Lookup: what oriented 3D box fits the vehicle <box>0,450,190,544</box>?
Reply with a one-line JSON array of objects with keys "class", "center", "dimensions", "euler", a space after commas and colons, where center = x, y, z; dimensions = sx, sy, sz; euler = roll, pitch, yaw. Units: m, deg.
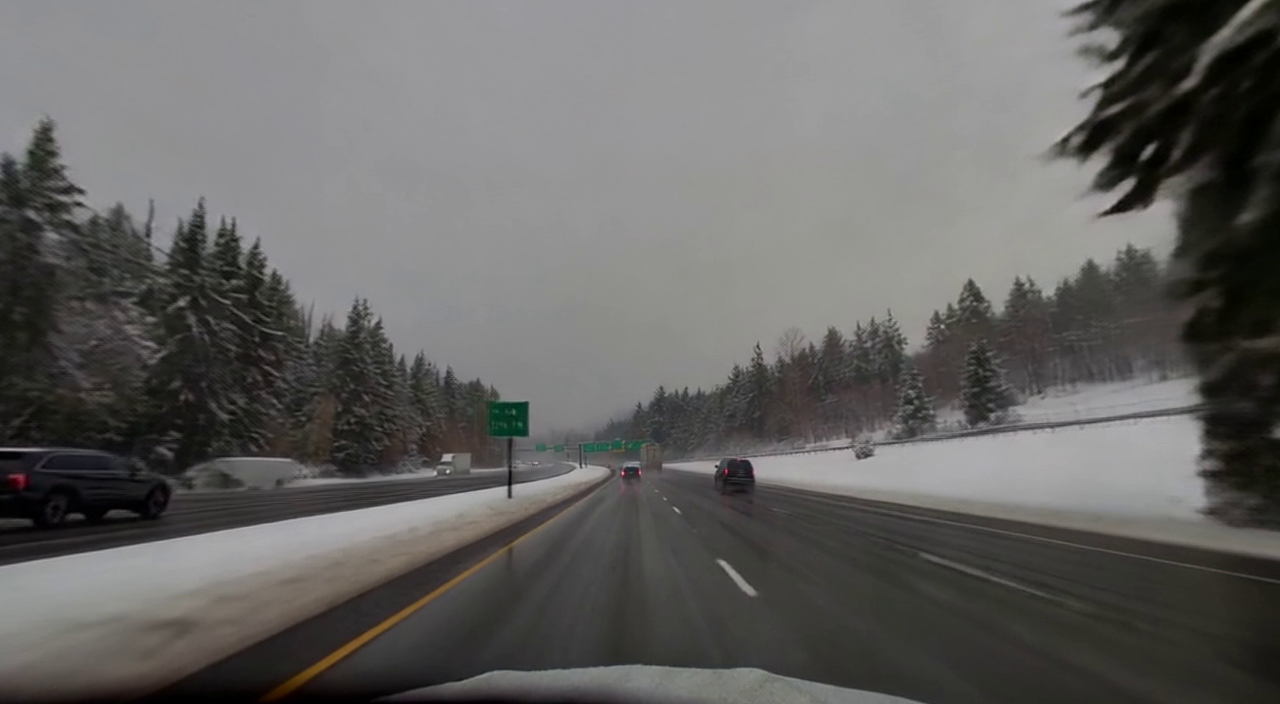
[{"class": "vehicle", "center": [-12.144, 2.890, 13.037], "dimensions": [1.952, 1.618, 4.859], "euler": [1, -10, 1]}]

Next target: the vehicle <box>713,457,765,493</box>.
[{"class": "vehicle", "center": [5.302, 6.650, 34.259], "dimensions": [1.998, 1.776, 4.663], "euler": [1, -10, -1]}]
